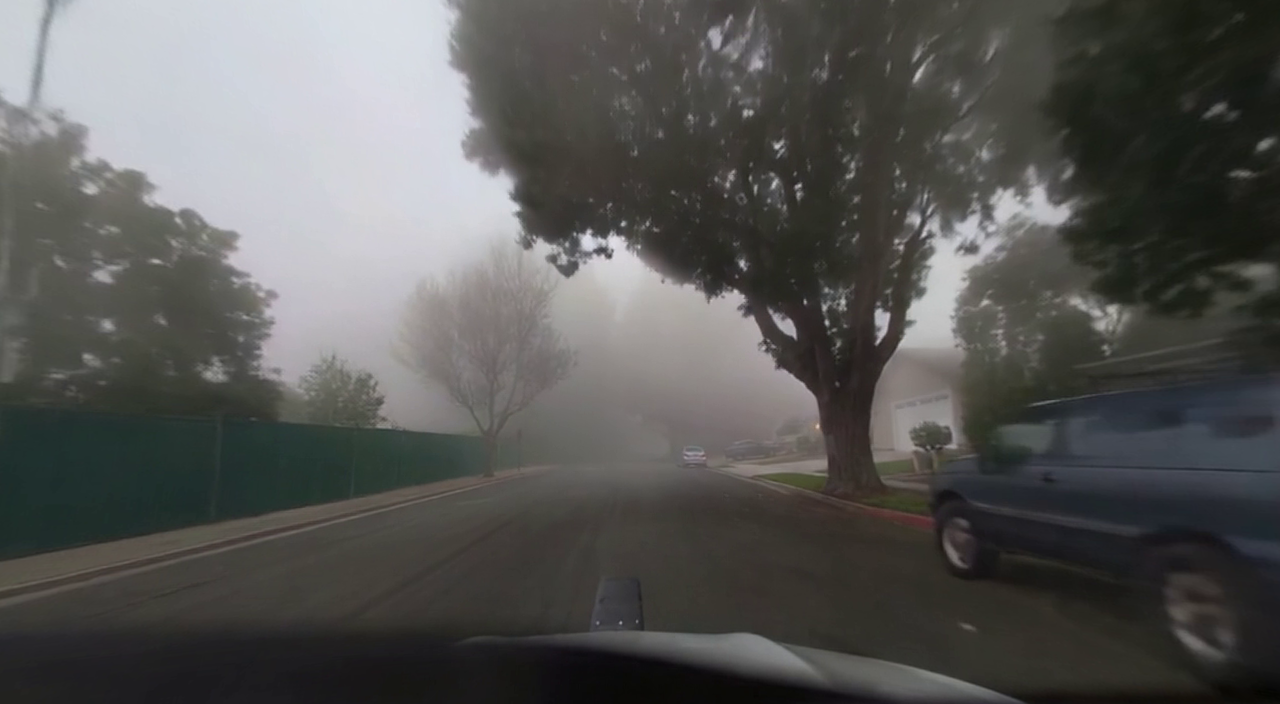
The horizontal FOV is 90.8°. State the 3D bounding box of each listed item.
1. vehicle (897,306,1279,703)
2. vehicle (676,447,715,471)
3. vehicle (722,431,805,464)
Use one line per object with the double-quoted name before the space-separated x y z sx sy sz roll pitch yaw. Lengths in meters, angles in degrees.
"vehicle" 4.094 1.086 5.052 2.220 2.045 4.139 0 -8 -1
"vehicle" 3.776 7.393 43.899 2.051 1.524 5.047 0 -8 -2
"vehicle" 9.689 7.573 49.920 5.935 1.911 2.236 -6 -9 0
